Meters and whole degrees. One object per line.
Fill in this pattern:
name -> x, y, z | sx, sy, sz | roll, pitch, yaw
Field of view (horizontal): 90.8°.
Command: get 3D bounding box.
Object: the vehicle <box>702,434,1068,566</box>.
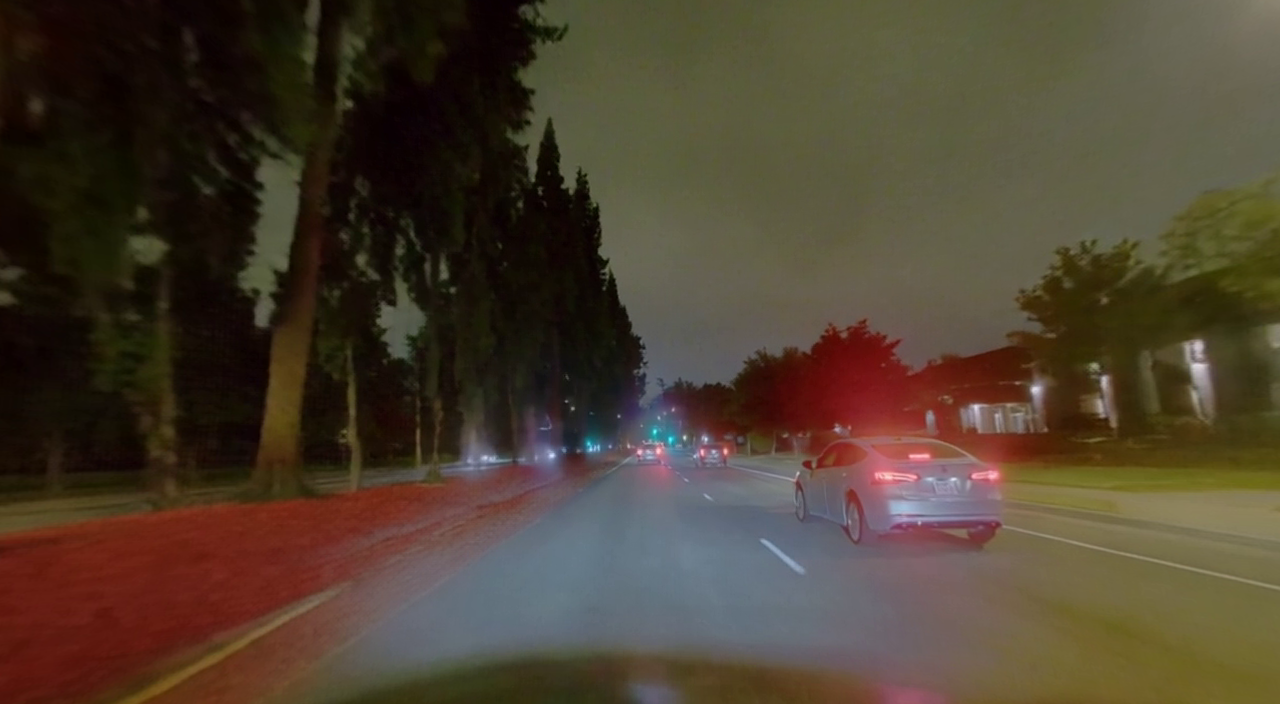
vehicle -> 3.100, 2.017, 8.919 | 4.279, 1.438, 2.037 | -3, -9, 3

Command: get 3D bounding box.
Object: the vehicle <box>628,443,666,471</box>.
vehicle -> 0.395, 6.025, 36.495 | 2.082, 1.473, 4.028 | 0, -8, 0
